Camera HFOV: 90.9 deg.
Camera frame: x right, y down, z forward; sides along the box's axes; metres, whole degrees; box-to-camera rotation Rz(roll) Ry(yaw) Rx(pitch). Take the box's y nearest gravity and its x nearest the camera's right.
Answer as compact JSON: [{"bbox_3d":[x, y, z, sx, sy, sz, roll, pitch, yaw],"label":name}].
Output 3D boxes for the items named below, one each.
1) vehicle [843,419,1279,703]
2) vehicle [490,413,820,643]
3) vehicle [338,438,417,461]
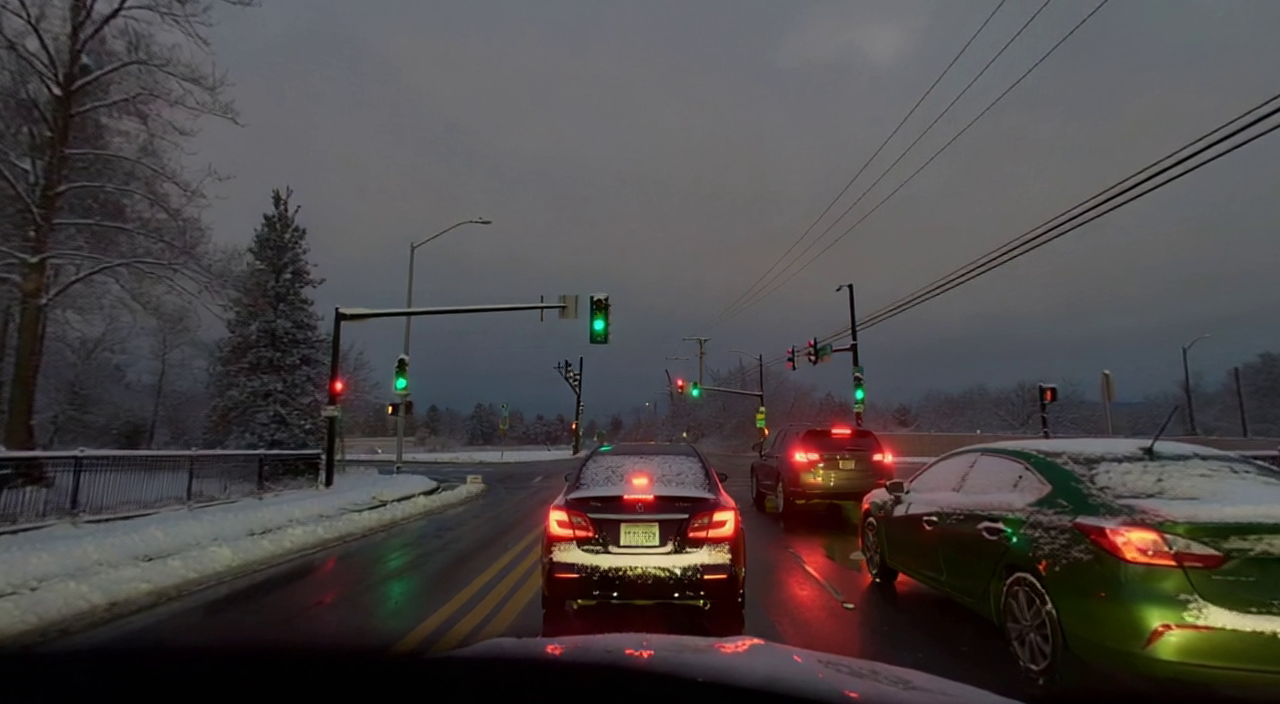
[{"bbox_3d":[3.086,1.249,4.141,2.027,1.432,4.431,0,-8,0],"label":"vehicle"},{"bbox_3d":[0.064,1.485,6.417,2.170,1.497,4.369,0,-8,-1],"label":"vehicle"},{"bbox_3d":[-17.237,6.407,41.462,4.406,1.458,1.892,-1,-8,7],"label":"vehicle"}]
